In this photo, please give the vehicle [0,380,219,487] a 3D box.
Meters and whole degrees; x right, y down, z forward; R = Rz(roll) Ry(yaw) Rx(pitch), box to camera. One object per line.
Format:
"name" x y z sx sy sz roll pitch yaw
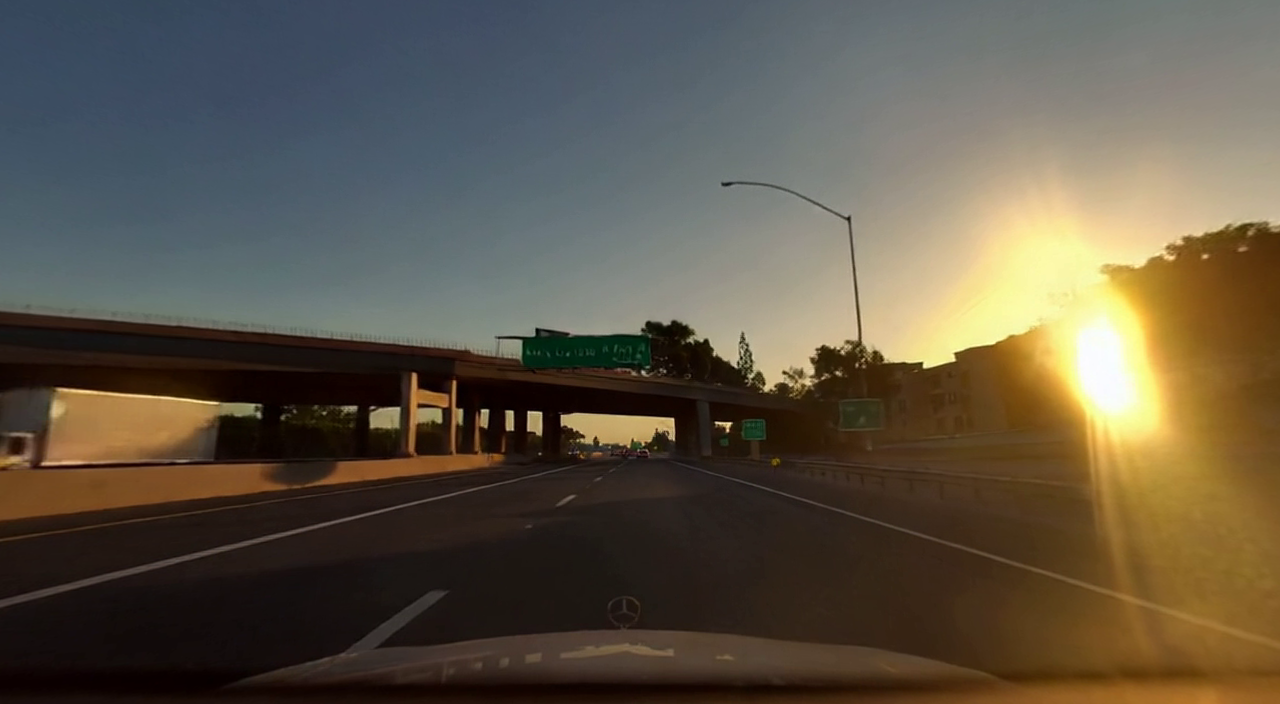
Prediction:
"vehicle" -24.491 3.837 28.642 3.036 3.902 11.182 0 -9 -1
